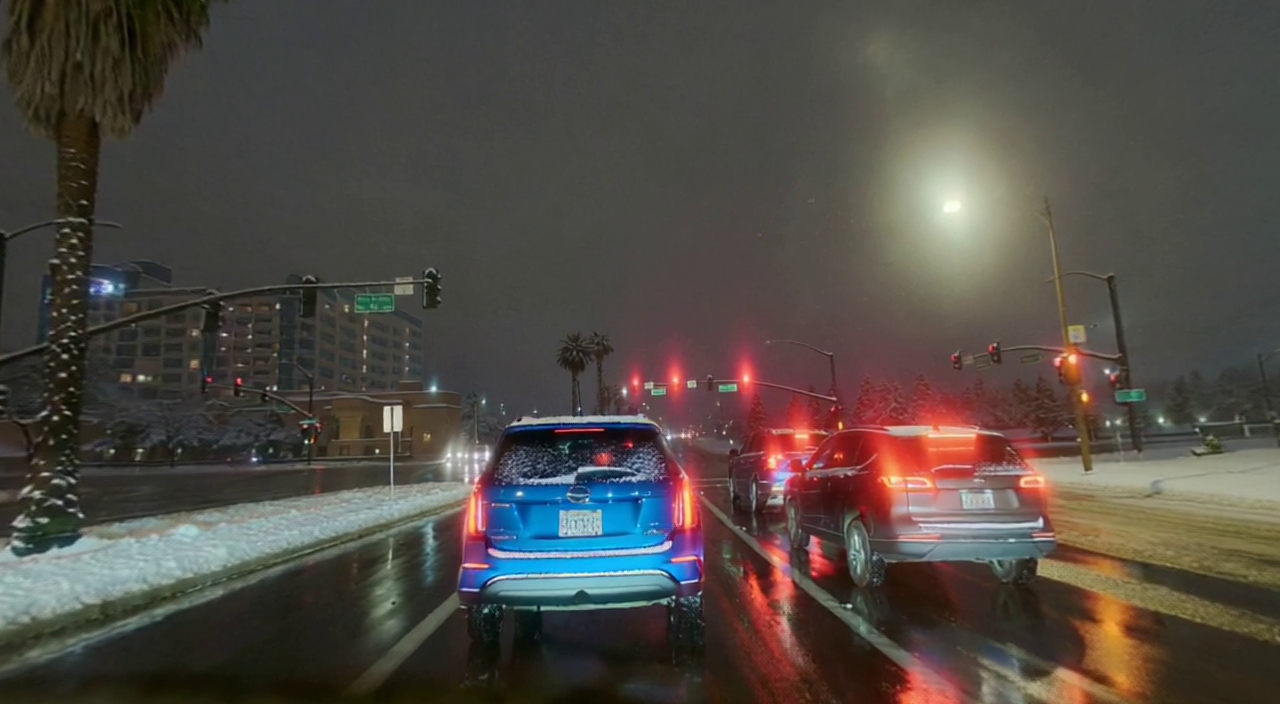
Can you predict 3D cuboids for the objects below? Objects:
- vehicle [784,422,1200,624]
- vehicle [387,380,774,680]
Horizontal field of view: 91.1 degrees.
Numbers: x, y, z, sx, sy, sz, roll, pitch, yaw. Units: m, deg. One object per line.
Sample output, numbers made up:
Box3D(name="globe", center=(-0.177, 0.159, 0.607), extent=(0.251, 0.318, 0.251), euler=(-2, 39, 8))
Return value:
Box3D(name="vehicle", center=(3.118, 1.596, 6.931), extent=(1.971, 1.473, 4.495), euler=(0, -8, 0))
Box3D(name="vehicle", center=(-0.340, 1.306, 5.656), extent=(2.172, 1.694, 4.055), euler=(0, -8, 0))
